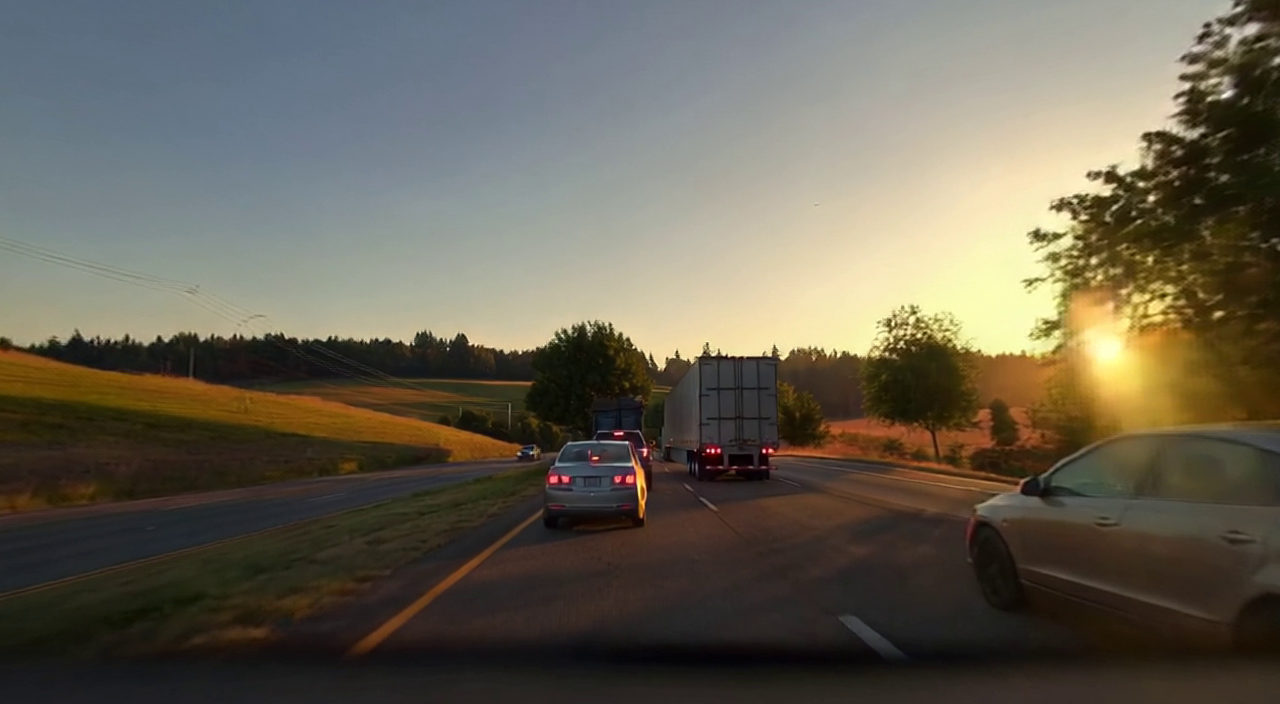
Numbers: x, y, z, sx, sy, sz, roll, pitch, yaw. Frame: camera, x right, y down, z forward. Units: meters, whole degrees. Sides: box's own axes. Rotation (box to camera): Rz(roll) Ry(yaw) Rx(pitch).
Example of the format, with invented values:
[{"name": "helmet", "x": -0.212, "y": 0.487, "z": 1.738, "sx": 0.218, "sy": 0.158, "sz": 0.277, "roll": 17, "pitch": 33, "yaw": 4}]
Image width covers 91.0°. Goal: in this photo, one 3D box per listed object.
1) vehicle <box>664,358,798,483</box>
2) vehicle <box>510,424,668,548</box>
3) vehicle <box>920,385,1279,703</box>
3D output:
[{"name": "vehicle", "x": 3.447, "y": 3.497, "z": 30.013, "sx": 3.591, "sy": 4.290, "sz": 16.696, "roll": 0, "pitch": -8, "yaw": -1}, {"name": "vehicle", "x": -0.693, "y": 2.005, "z": 10.087, "sx": 2.009, "sy": 1.554, "sz": 4.013, "roll": 0, "pitch": -8, "yaw": -1}, {"name": "vehicle", "x": 3.593, "y": 1.023, "z": 3.427, "sx": 1.960, "sy": 1.515, "sz": 4.713, "roll": 0, "pitch": -8, "yaw": 0}]
